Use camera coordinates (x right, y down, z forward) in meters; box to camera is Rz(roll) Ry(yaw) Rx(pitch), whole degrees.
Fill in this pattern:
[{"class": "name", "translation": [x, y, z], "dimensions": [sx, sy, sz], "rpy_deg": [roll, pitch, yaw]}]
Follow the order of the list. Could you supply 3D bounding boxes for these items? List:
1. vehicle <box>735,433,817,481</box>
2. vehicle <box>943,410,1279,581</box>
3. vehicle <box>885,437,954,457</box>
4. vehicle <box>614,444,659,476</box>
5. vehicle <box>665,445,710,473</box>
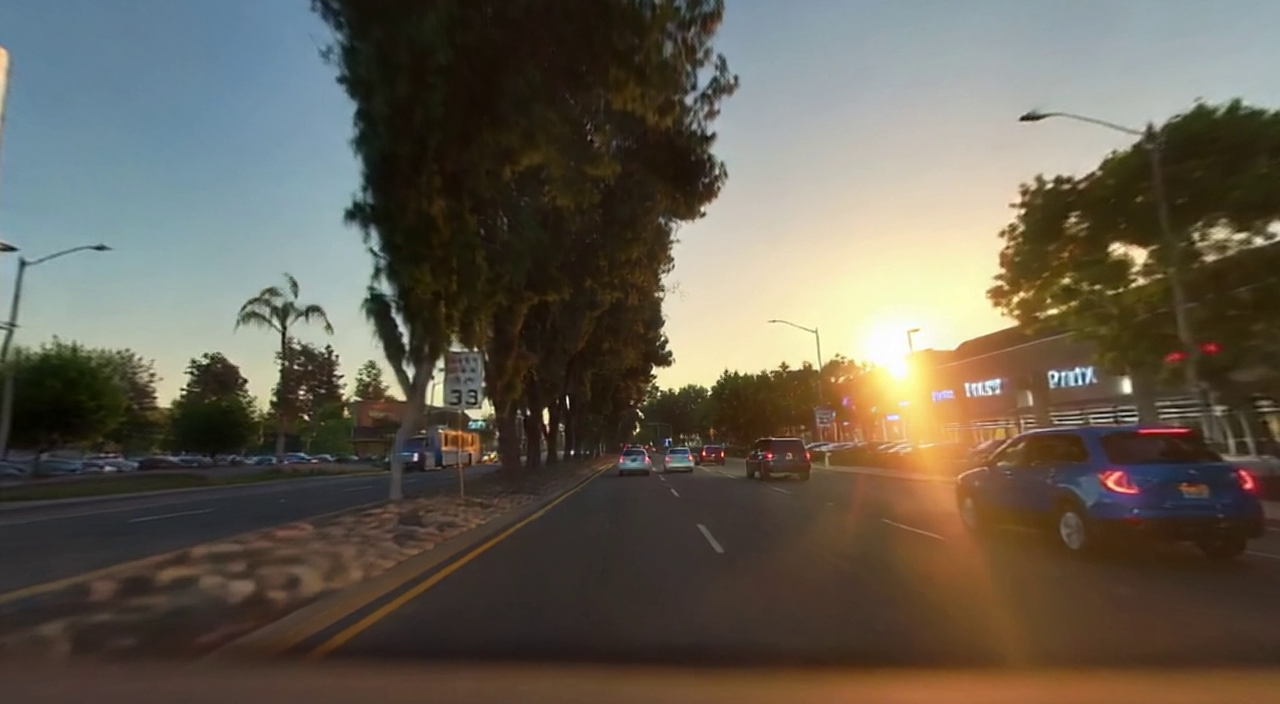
[{"class": "vehicle", "translation": [5.499, 4.334, 26.309], "dimensions": [2.140, 1.811, 4.593], "rpy_deg": [0, -8, -3]}, {"class": "vehicle", "translation": [6.053, 1.714, 8.348], "dimensions": [1.949, 1.647, 4.261], "rpy_deg": [0, -8, 0]}, {"class": "vehicle", "translation": [20.488, 6.989, 46.452], "dimensions": [4.083, 1.441, 2.008], "rpy_deg": [0, -8, -1]}, {"class": "vehicle", "translation": [-0.180, 5.138, 30.286], "dimensions": [2.056, 1.440, 3.798], "rpy_deg": [0, -8, -1]}, {"class": "vehicle", "translation": [2.431, 5.599, 33.282], "dimensions": [1.970, 1.402, 3.756], "rpy_deg": [0, -8, -2]}]
